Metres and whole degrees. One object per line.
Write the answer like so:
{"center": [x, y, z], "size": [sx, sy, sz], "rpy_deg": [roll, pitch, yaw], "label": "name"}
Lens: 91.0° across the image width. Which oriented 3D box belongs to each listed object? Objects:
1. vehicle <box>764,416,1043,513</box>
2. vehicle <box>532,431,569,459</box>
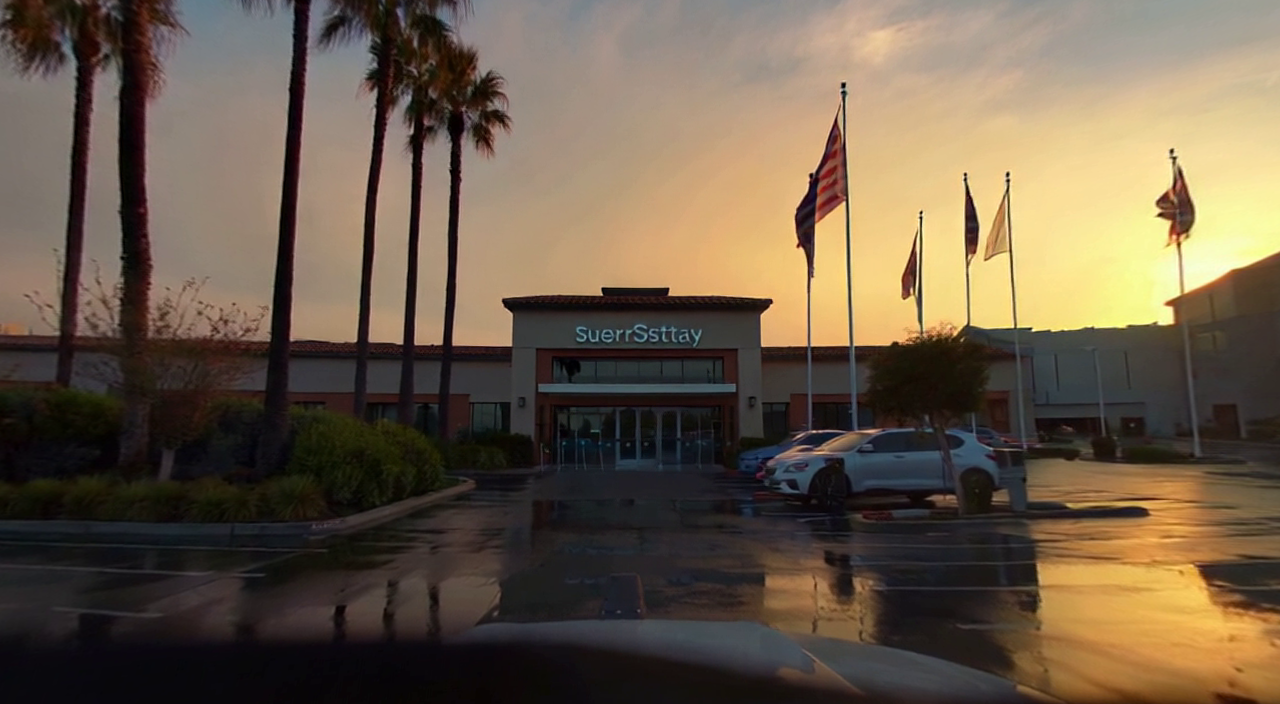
{"center": [4.911, 2.163, 12.319], "size": [4.567, 1.723, 1.926], "rpy_deg": [0, -8, 0], "label": "vehicle"}
{"center": [-6.471, 6.816, 46.028], "size": [1.943, 1.890, 4.472], "rpy_deg": [1, -9, 1], "label": "vehicle"}
